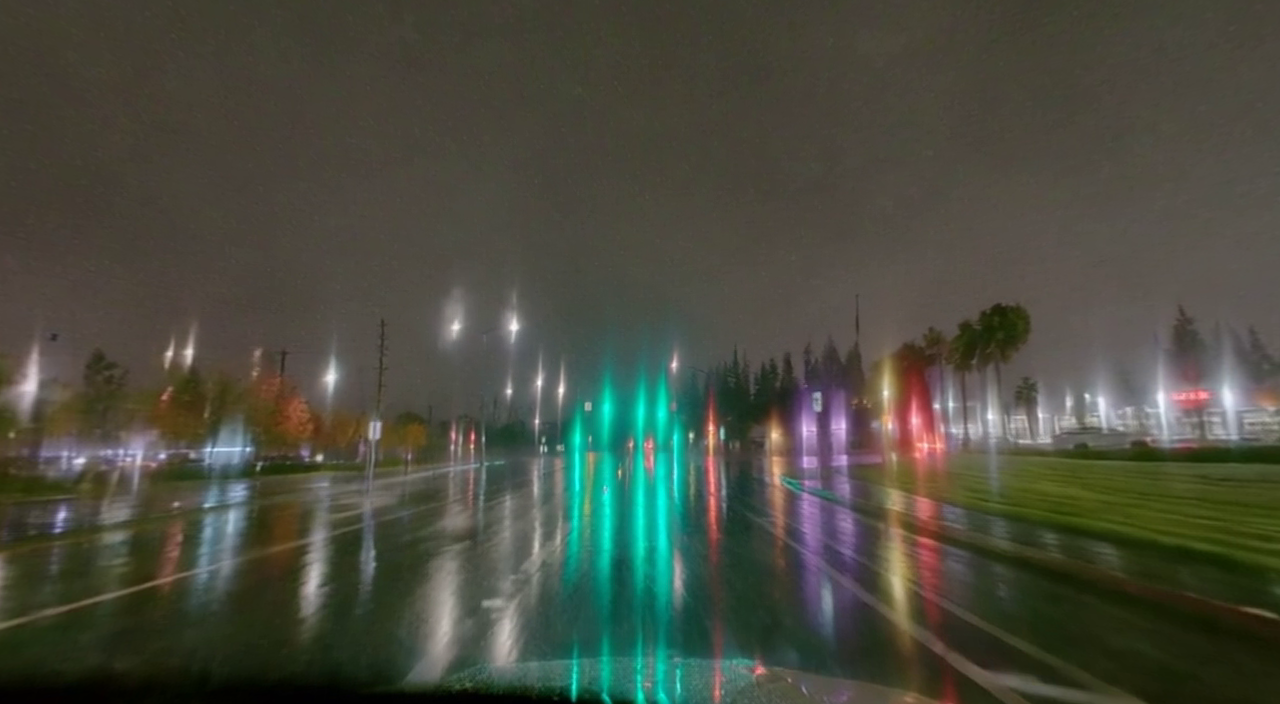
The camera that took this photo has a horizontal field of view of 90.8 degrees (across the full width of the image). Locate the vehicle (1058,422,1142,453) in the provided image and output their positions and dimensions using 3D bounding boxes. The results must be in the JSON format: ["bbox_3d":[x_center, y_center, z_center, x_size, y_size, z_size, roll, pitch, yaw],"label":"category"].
[{"bbox_3d":[31.193,5.881,43.062,1.966,1.767,4.697,-4,-10,-2],"label":"vehicle"}]
